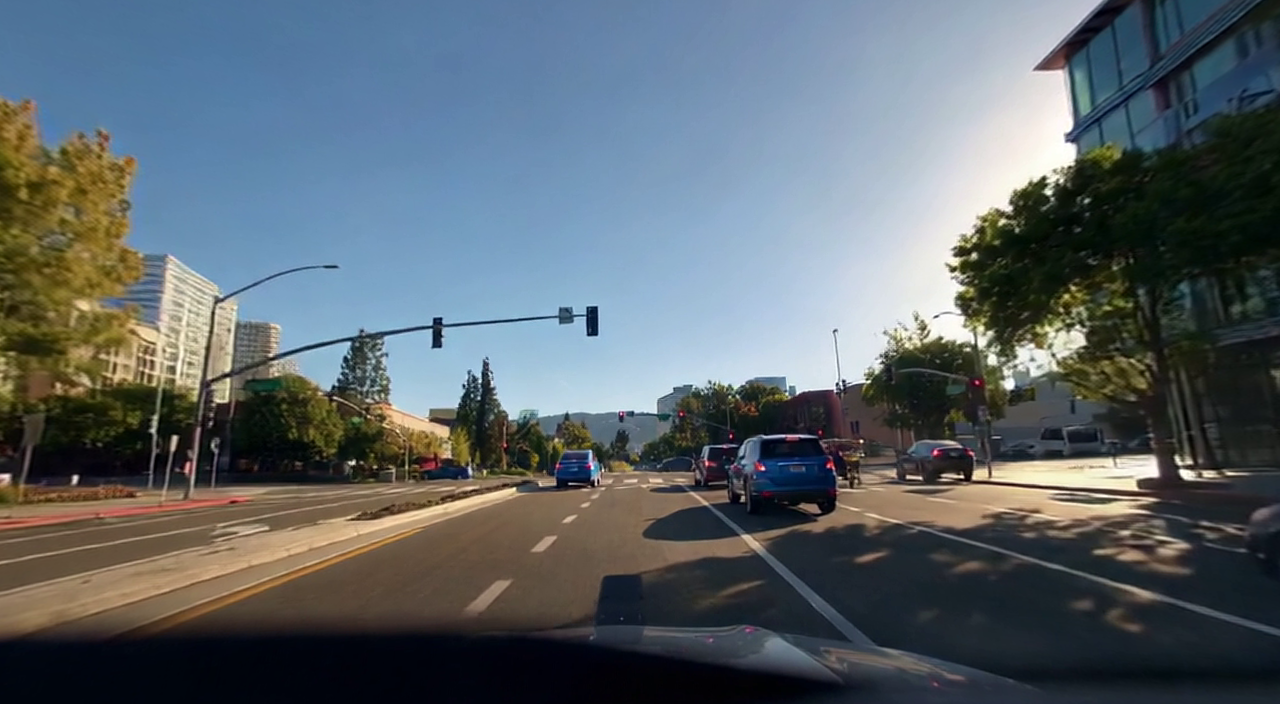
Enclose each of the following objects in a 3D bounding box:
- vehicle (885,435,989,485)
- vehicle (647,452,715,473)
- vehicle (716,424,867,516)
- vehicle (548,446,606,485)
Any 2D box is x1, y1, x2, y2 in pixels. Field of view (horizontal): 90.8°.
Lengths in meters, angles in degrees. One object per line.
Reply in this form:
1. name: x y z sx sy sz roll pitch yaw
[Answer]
1. vehicle: 11.459 4.198 24.747 1.971 1.746 4.271 0 -9 1
2. vehicle: 3.012 8.202 46.973 4.912 1.479 1.882 -1 -9 0
3. vehicle: 3.204 2.645 14.586 2.247 1.738 4.818 0 -9 0
4. vehicle: -2.632 4.843 27.206 1.969 1.513 3.773 -1 -9 2
